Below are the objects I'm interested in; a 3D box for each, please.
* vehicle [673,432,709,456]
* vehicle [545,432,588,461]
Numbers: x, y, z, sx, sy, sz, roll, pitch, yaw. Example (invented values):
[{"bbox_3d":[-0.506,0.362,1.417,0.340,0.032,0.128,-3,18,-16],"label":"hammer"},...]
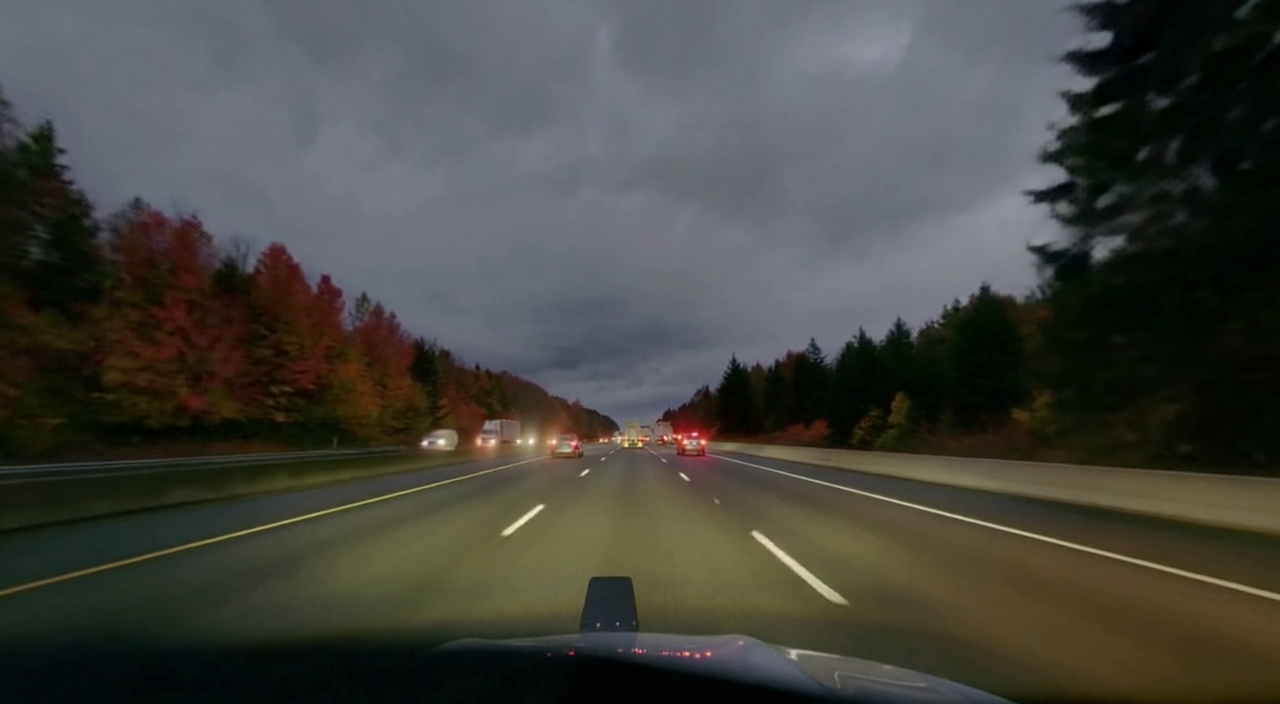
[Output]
[{"bbox_3d":[3.410,6.249,42.740,1.882,1.492,3.958,0,-8,-3],"label":"vehicle"},{"bbox_3d":[-4.032,5.274,35.130,2.027,1.501,3.920,0,-8,-1],"label":"vehicle"}]
